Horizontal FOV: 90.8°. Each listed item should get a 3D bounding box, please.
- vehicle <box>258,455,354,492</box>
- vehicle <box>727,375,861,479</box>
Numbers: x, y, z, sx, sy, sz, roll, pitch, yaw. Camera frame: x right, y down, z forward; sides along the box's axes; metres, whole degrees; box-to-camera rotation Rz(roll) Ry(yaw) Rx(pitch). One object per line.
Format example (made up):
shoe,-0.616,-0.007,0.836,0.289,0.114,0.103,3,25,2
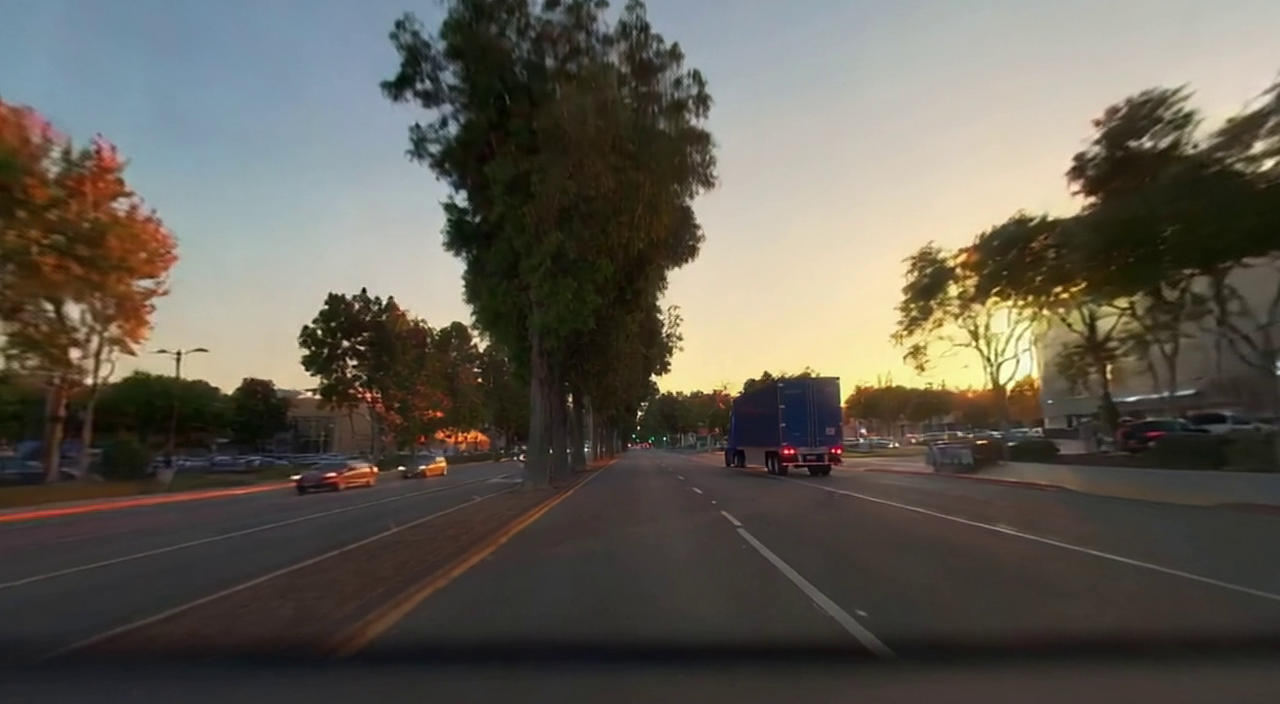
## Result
vehicle,-15.467,5.637,29.582,1.901,1.487,4.711,0,-9,0
vehicle,6.411,3.584,28.891,3.120,3.794,11.510,0,-8,-1
